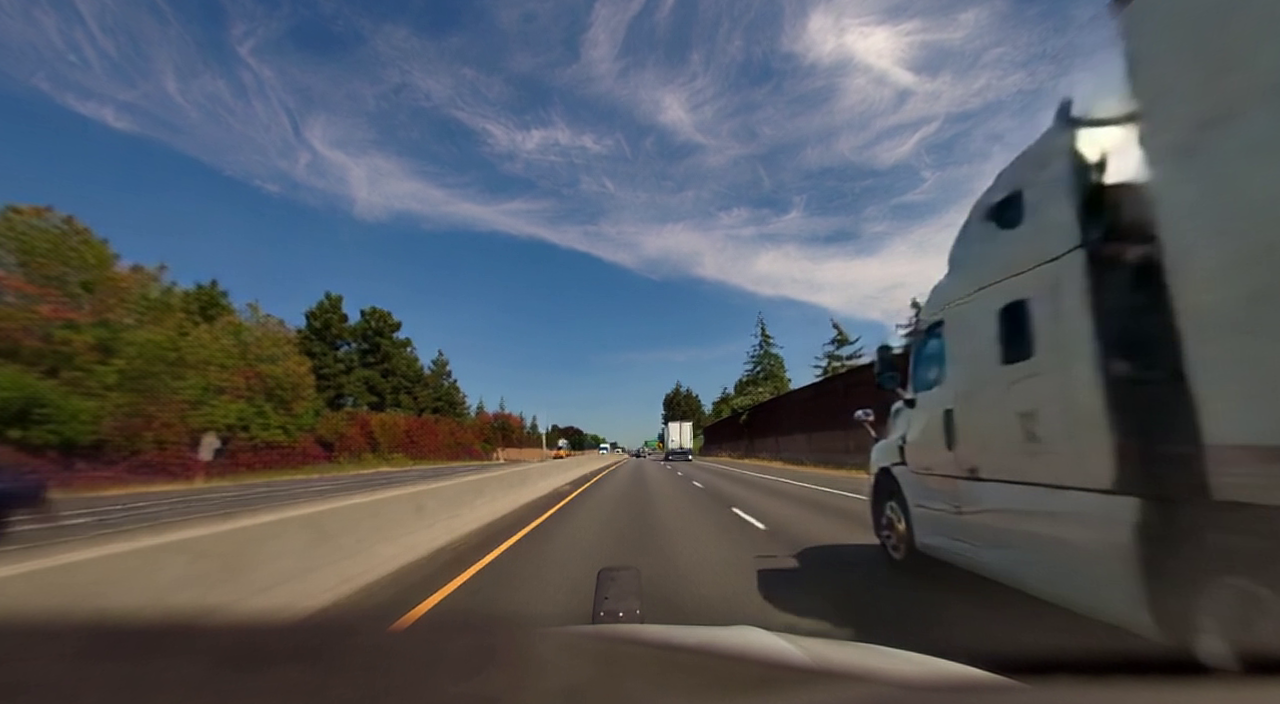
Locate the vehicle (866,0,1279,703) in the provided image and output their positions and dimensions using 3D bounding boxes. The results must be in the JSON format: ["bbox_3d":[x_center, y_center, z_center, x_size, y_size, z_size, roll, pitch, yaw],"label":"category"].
[{"bbox_3d":[4.054,-0.045,3.614,2.989,3.896,6.129,0,-9,-1],"label":"vehicle"}]
